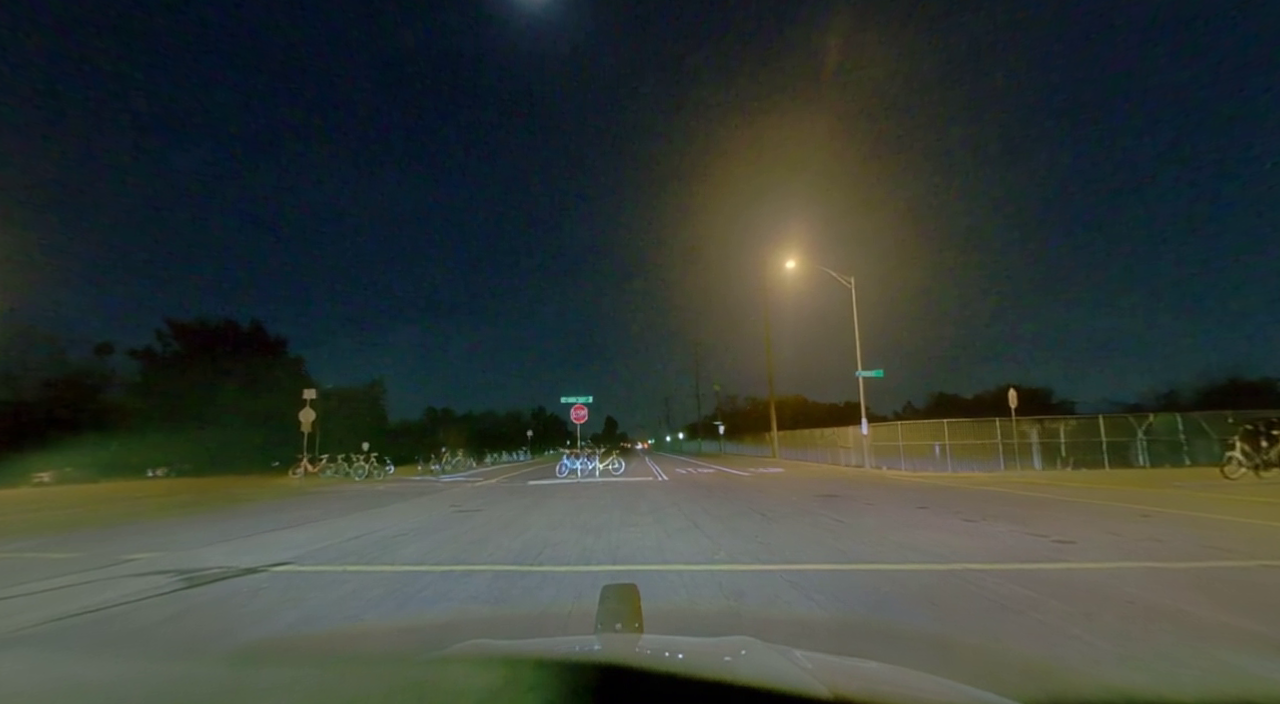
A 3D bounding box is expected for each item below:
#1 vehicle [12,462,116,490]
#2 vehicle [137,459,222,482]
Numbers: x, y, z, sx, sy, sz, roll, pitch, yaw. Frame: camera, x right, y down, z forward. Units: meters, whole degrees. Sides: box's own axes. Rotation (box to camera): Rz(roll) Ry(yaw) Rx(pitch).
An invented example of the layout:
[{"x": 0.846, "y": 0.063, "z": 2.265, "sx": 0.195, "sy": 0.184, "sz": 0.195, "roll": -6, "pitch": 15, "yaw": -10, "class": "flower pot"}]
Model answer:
[{"x": -34.103, "y": 7.343, "z": 37.468, "sx": 4.210, "sy": 1.528, "sz": 1.932, "roll": 0, "pitch": -9, "yaw": 0, "class": "vehicle"}, {"x": -33.654, "y": 8.641, "z": 46.271, "sx": 4.569, "sy": 1.558, "sz": 1.903, "roll": 1, "pitch": -9, "yaw": -5, "class": "vehicle"}]
